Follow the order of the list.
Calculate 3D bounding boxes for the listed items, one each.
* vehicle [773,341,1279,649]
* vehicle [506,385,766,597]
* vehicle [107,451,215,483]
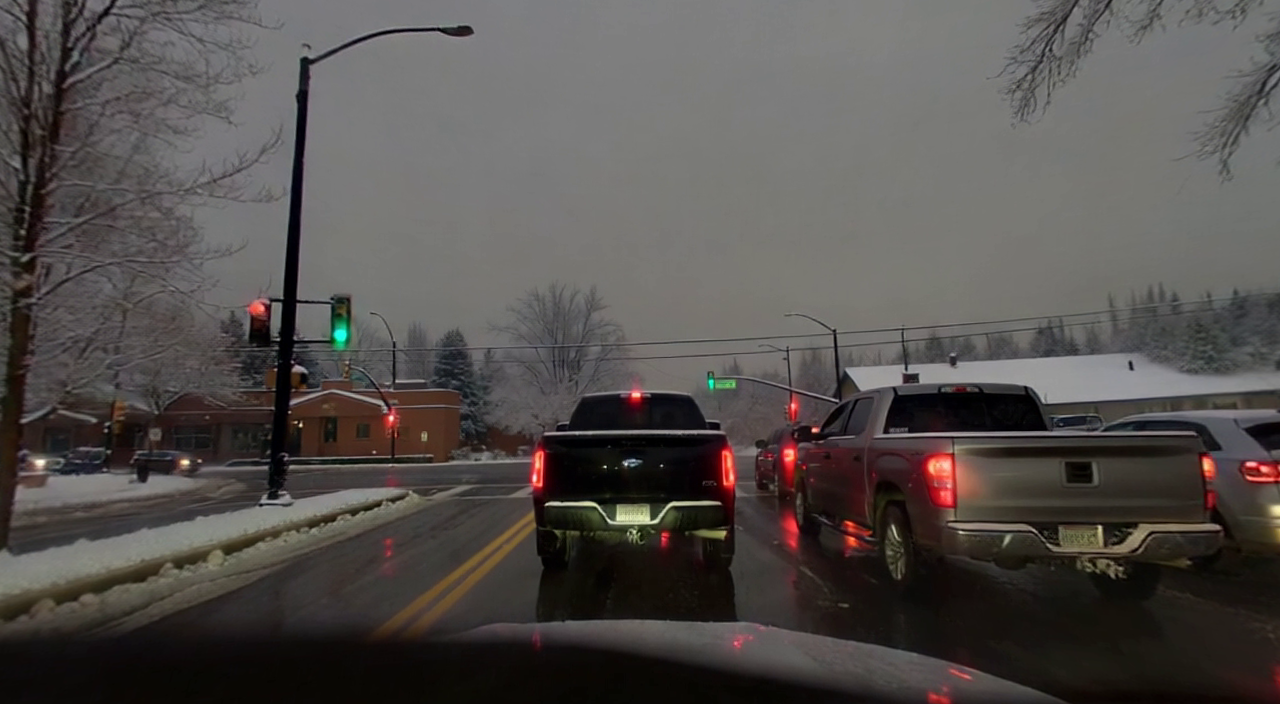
[{"bbox_3d":[3.324,1.314,6.923,2.412,1.953,5.682,0,-9,-1],"label":"vehicle"},{"bbox_3d":[-0.062,1.575,8.048,2.240,1.821,5.001,0,-9,-1],"label":"vehicle"},{"bbox_3d":[-26.376,6.322,35.015,4.437,1.669,1.936,5,-10,-30],"label":"vehicle"}]
